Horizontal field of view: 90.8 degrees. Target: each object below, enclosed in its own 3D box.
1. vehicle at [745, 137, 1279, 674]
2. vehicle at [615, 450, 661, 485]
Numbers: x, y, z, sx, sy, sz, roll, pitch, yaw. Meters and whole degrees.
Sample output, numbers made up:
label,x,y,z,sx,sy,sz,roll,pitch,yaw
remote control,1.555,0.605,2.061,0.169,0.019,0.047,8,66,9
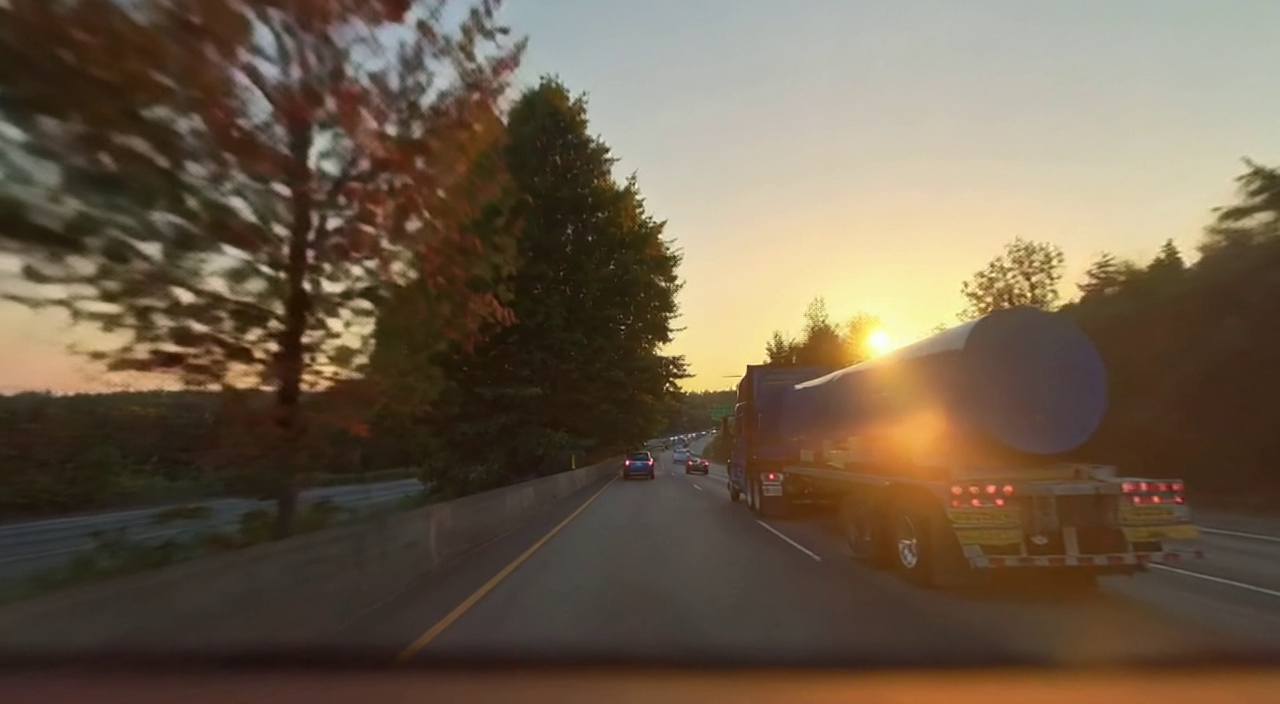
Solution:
label,x,y,z,sx,sy,sz,roll,pitch,yaw
vehicle,3.988,1.121,9.822,2.694,3.453,11.641,0,-9,0
vehicle,-0.085,5.289,29.172,2.003,1.490,3.636,0,-9,0
